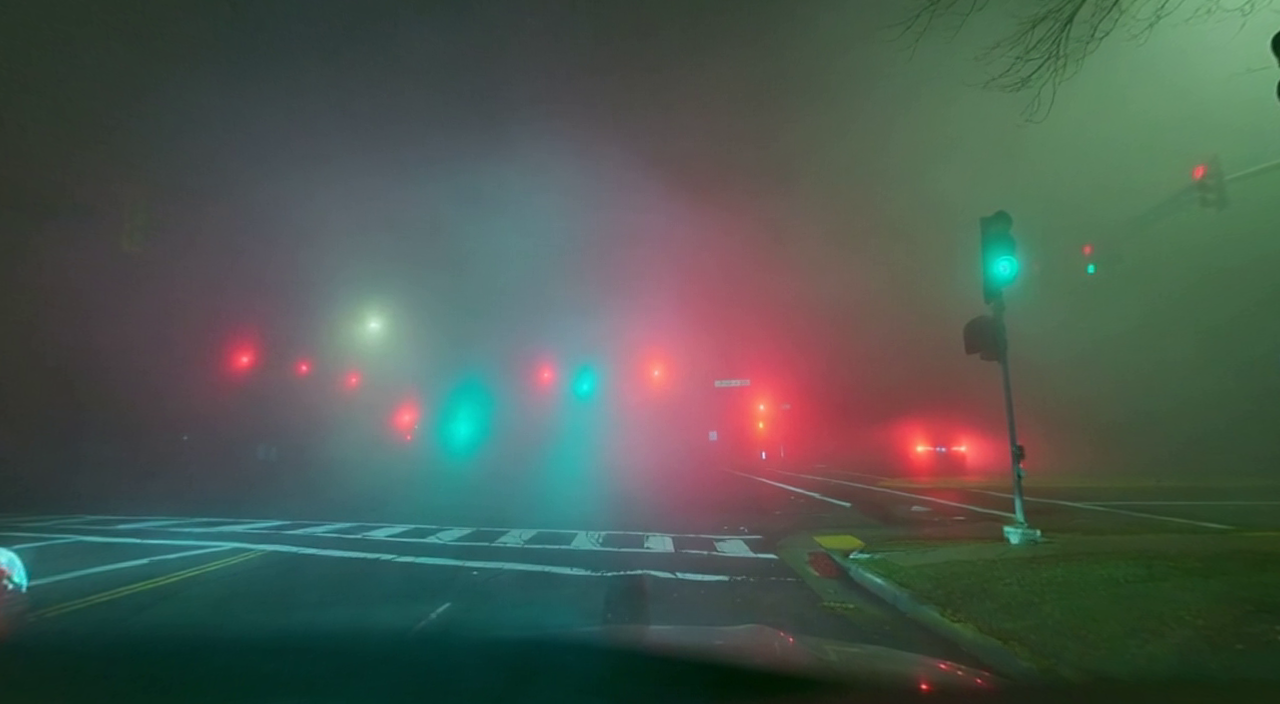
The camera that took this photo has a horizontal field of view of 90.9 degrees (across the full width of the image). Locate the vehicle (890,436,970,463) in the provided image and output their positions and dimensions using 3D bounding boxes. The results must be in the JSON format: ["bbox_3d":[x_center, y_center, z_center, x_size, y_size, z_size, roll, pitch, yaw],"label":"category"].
[{"bbox_3d":[16.274,5.499,35.533,3.952,1.468,1.768,-4,-9,22],"label":"vehicle"}]

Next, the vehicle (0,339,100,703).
[{"bbox_3d":[-3.266,0.533,0.407,1.954,1.689,4.347,0,-8,0],"label":"vehicle"}]
